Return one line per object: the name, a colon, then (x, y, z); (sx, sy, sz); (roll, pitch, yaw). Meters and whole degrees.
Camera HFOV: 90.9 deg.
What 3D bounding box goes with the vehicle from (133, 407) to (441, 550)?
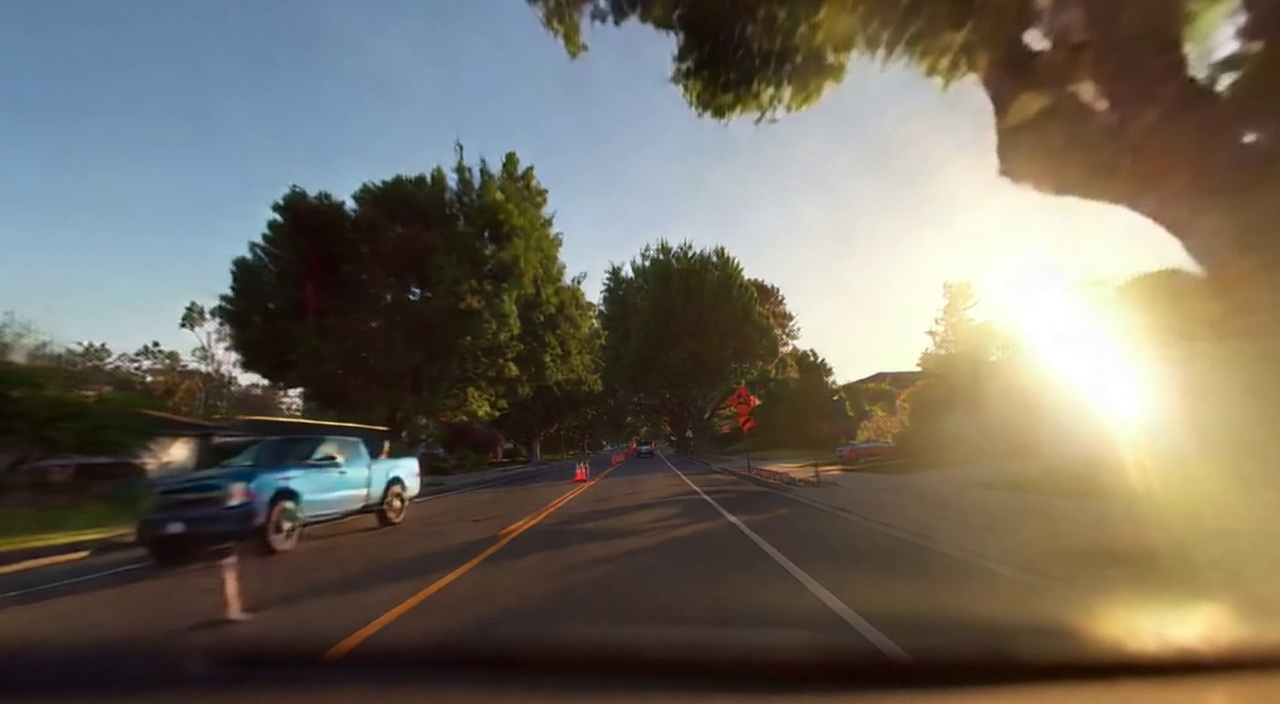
vehicle: (-6.905, 2.498, 13.306); (2.517, 2.323, 5.205); (-3, -9, 18)
